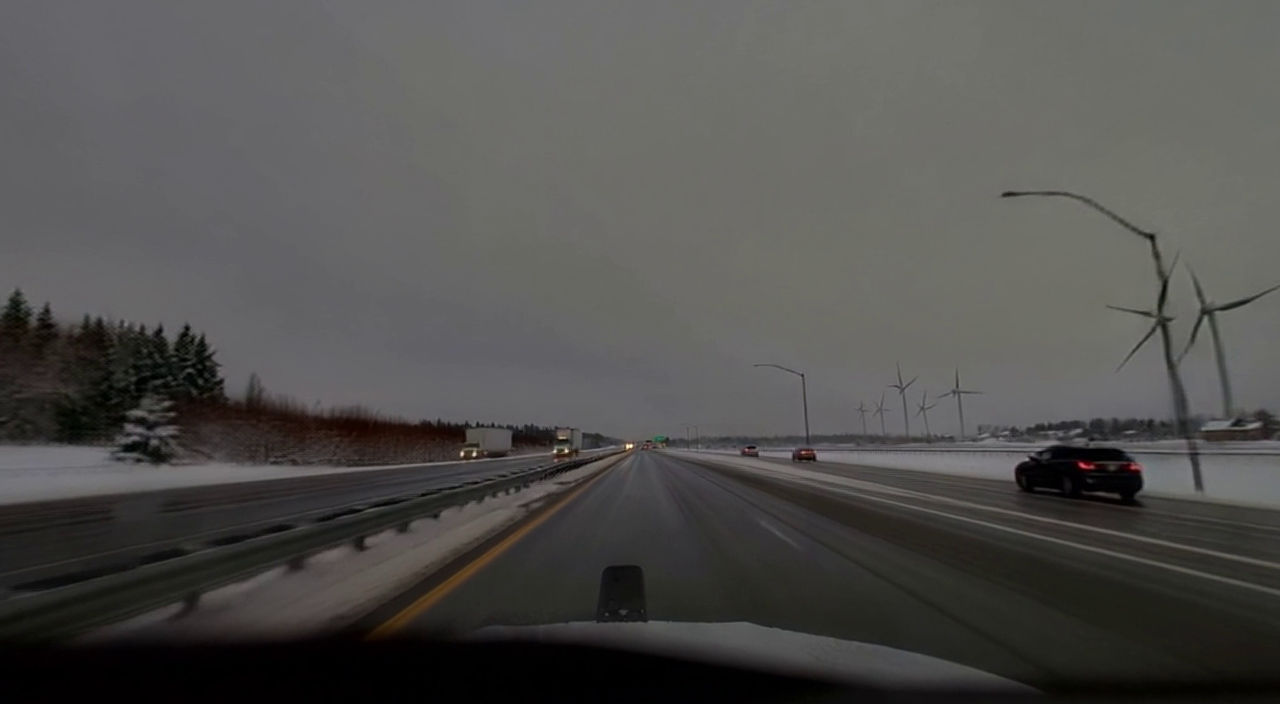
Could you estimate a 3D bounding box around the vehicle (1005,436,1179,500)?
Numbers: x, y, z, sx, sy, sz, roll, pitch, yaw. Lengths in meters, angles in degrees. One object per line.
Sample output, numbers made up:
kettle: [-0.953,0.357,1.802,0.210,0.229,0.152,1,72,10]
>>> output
vehicle: [13.568,3.492,19.396,1.897,1.669,4.825,0,-9,2]
